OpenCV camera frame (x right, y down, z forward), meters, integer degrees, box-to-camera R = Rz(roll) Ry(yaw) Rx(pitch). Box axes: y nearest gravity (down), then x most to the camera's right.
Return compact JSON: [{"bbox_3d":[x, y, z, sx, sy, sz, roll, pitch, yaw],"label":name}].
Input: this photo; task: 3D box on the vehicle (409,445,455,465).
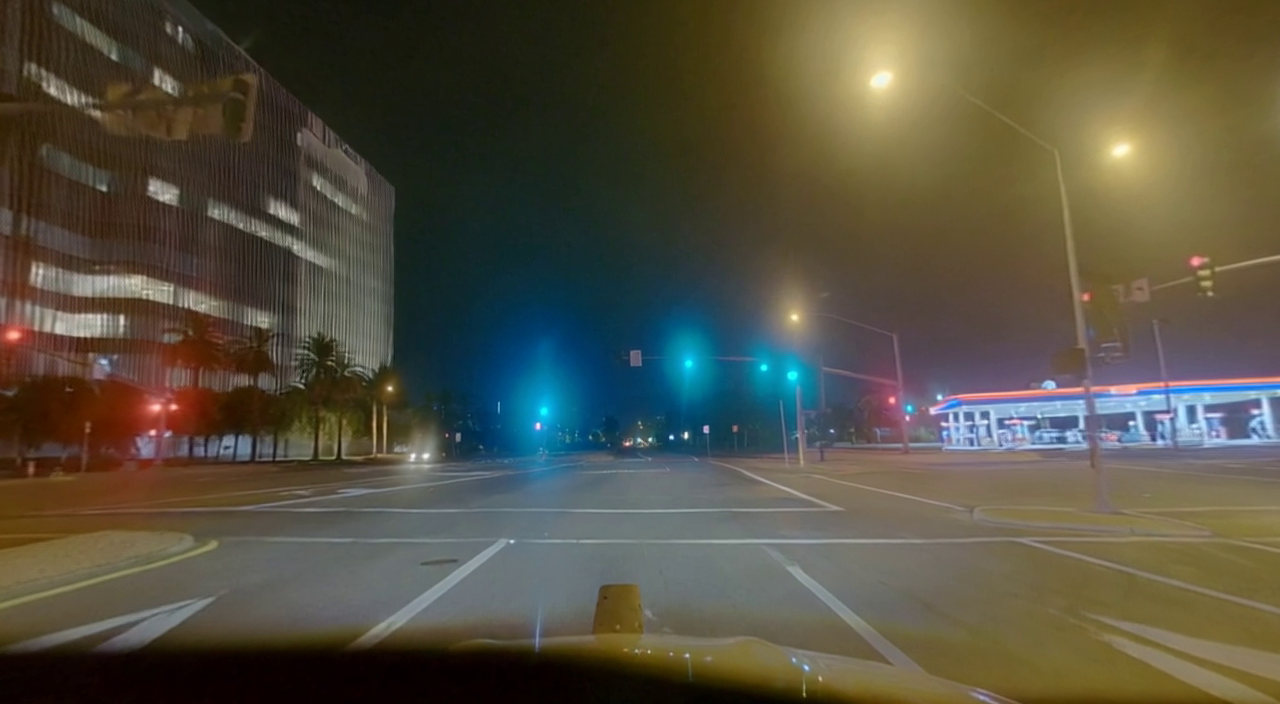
[{"bbox_3d":[-16.396,8.112,49.897,2.033,1.467,4.504,0,-8,1],"label":"vehicle"}]
